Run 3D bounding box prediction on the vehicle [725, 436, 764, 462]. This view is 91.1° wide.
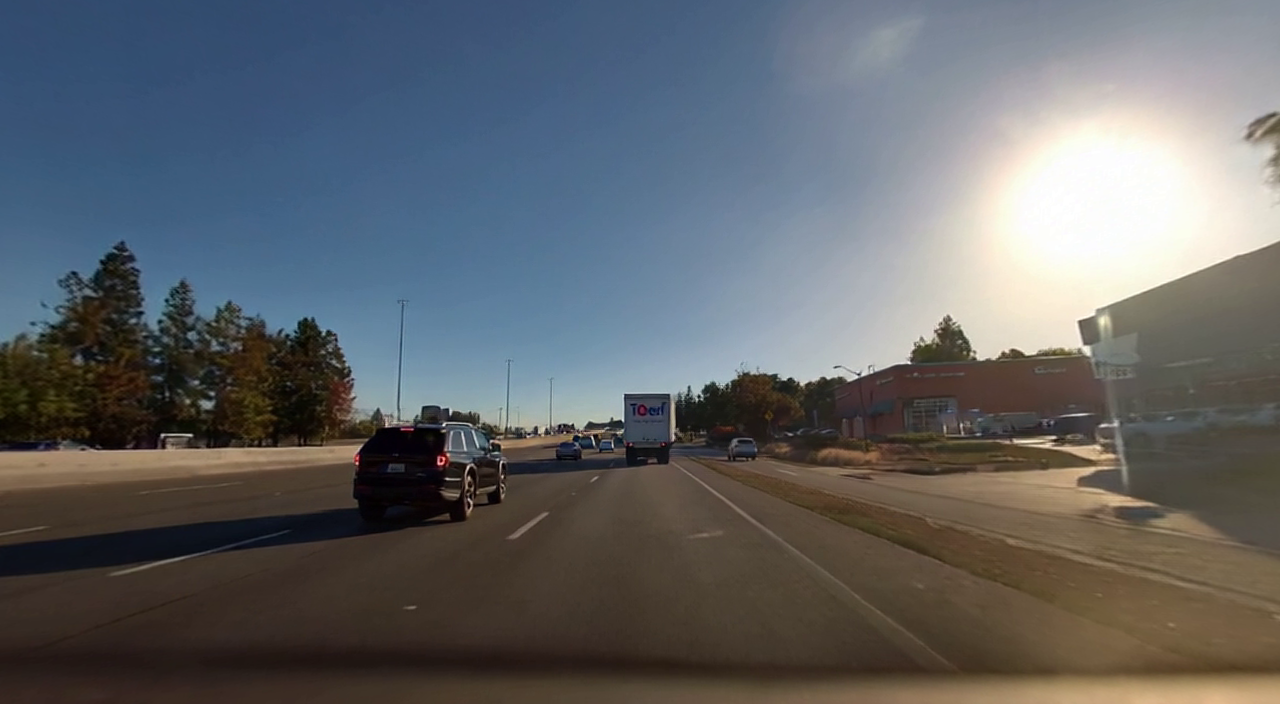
[{"bbox_3d":[7.037,6.562,42.679,1.958,1.681,4.109,0,-8,0],"label":"vehicle"}]

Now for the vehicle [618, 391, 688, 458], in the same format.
[{"bbox_3d":[1.312,5.452,46.273,3.657,4.173,13.731,-1,-8,7],"label":"vehicle"}]

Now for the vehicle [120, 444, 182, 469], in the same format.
[{"bbox_3d":[-36.370,7.702,46.643,4.674,1.730,2.261,-6,-10,35],"label":"vehicle"}]

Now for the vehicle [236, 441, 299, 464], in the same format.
[{"bbox_3d":[-28.828,7.771,48.744,1.959,1.681,4.487,0,-8,2],"label":"vehicle"}]

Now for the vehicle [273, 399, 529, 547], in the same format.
[{"bbox_3d":[-3.420,1.873,10.353,2.178,1.826,4.933,0,-9,1],"label":"vehicle"}]
